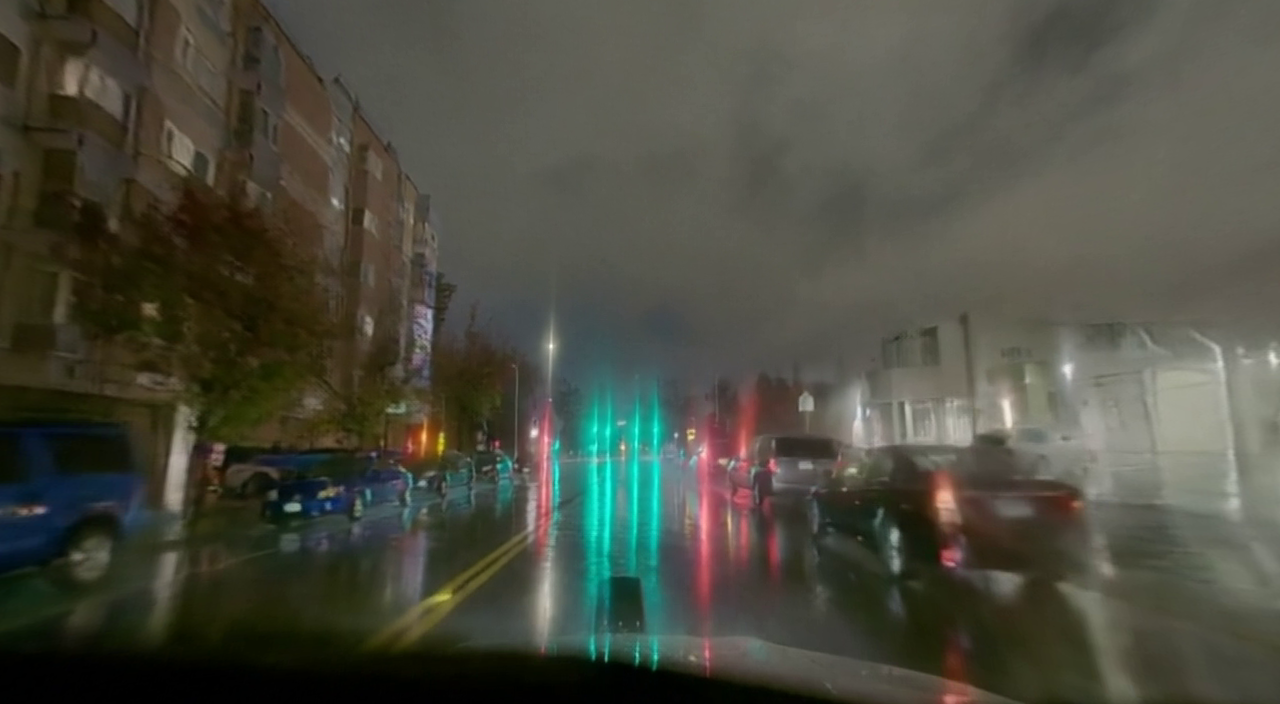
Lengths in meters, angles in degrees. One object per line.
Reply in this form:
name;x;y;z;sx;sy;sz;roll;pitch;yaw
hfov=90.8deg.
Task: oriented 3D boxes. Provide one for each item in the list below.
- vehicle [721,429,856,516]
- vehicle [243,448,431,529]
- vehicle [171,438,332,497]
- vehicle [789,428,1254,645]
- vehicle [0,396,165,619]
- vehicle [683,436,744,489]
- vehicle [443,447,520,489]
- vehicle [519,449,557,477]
vehicle;3.327;2.800;15.360;1.886;1.740;5.167;0;-8;-2
vehicle;-6.592;2.970;14.493;1.913;1.479;4.714;0;-8;1
vehicle;-13.629;4.036;22.378;4.520;1.675;1.843;-4;-7;-2
vehicle;3.202;1.612;6.825;1.908;1.461;4.873;0;-8;-1
vehicle;-6.681;1.319;5.149;2.008;1.969;4.740;0;-8;-2
vehicle;2.762;4.257;24.734;1.954;1.845;4.682;0;-8;1
vehicle;-6.569;4.954;26.767;2.033;1.523;4.867;-3;-12;0
vehicle;-6.912;7.511;43.120;1.893;1.758;4.019;0;-8;0
